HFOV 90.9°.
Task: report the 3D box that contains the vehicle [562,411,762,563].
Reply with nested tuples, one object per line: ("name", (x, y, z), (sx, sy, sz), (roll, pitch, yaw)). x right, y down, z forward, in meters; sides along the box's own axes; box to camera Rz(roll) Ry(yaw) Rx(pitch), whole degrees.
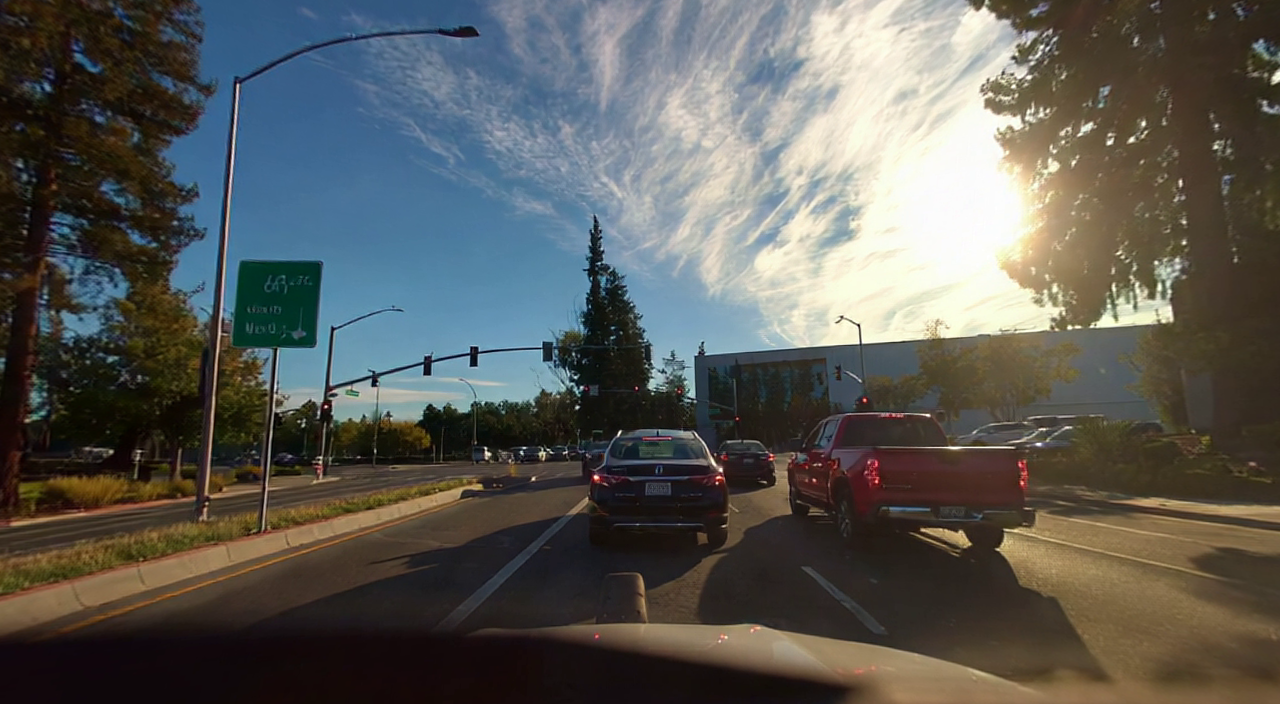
("vehicle", (0.245, 1.775, 8.964), (2.168, 1.641, 4.039), (0, -8, 0))

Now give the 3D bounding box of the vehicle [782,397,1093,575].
("vehicle", (3.391, 1.631, 8.377), (2.099, 1.725, 4.290), (0, -8, 1))
